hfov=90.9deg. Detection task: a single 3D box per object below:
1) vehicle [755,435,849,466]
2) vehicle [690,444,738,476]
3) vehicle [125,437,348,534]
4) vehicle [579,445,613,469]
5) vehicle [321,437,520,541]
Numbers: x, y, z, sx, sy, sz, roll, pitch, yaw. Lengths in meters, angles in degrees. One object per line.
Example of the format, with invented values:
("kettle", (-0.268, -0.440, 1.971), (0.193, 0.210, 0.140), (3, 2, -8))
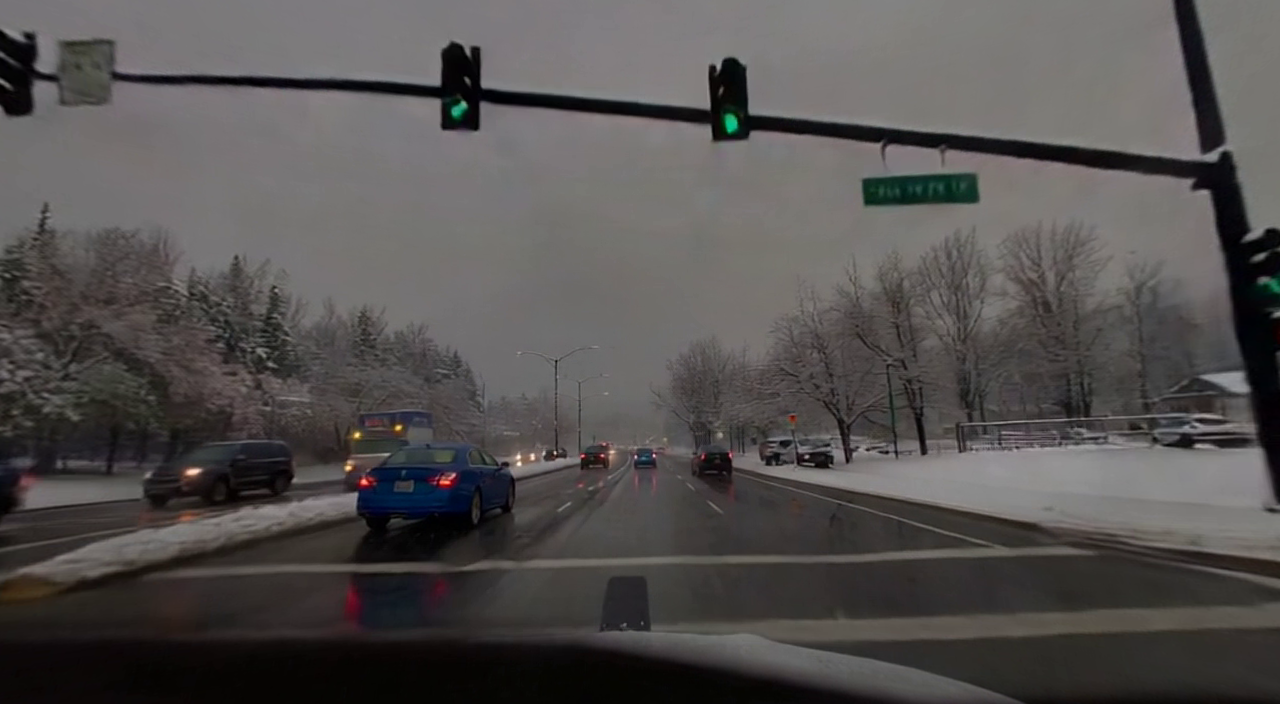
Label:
("vehicle", (11.205, 6.880, 43.994), (5.931, 1.872, 2.264), (-3, -9, 4))
("vehicle", (3.588, 5.319, 31.315), (1.883, 1.465, 3.975), (0, -8, 0))
("vehicle", (-8.351, 2.734, 13.655), (1.922, 1.660, 4.332), (-3, -8, 1))
("vehicle", (-2.852, 6.900, 41.715), (1.841, 1.474, 4.038), (0, -8, 2))
("vehicle", (-3.580, 2.302, 11.307), (1.803, 1.463, 4.422), (-1, -8, 3))
